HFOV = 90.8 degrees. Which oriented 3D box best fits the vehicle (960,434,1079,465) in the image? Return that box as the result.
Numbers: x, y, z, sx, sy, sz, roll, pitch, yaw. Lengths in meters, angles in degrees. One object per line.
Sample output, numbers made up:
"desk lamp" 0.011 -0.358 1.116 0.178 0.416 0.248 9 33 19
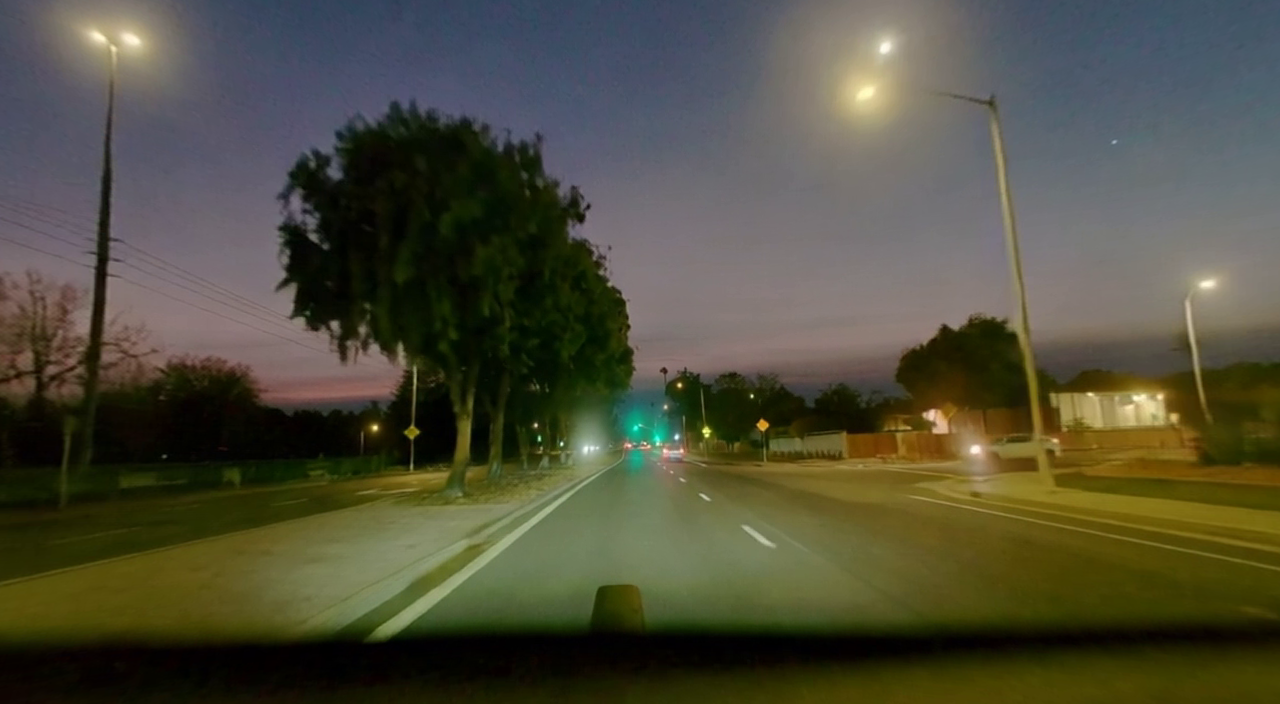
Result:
"vehicle" 18.827 4.854 31.477 4.536 1.453 2.128 0 -8 -1
